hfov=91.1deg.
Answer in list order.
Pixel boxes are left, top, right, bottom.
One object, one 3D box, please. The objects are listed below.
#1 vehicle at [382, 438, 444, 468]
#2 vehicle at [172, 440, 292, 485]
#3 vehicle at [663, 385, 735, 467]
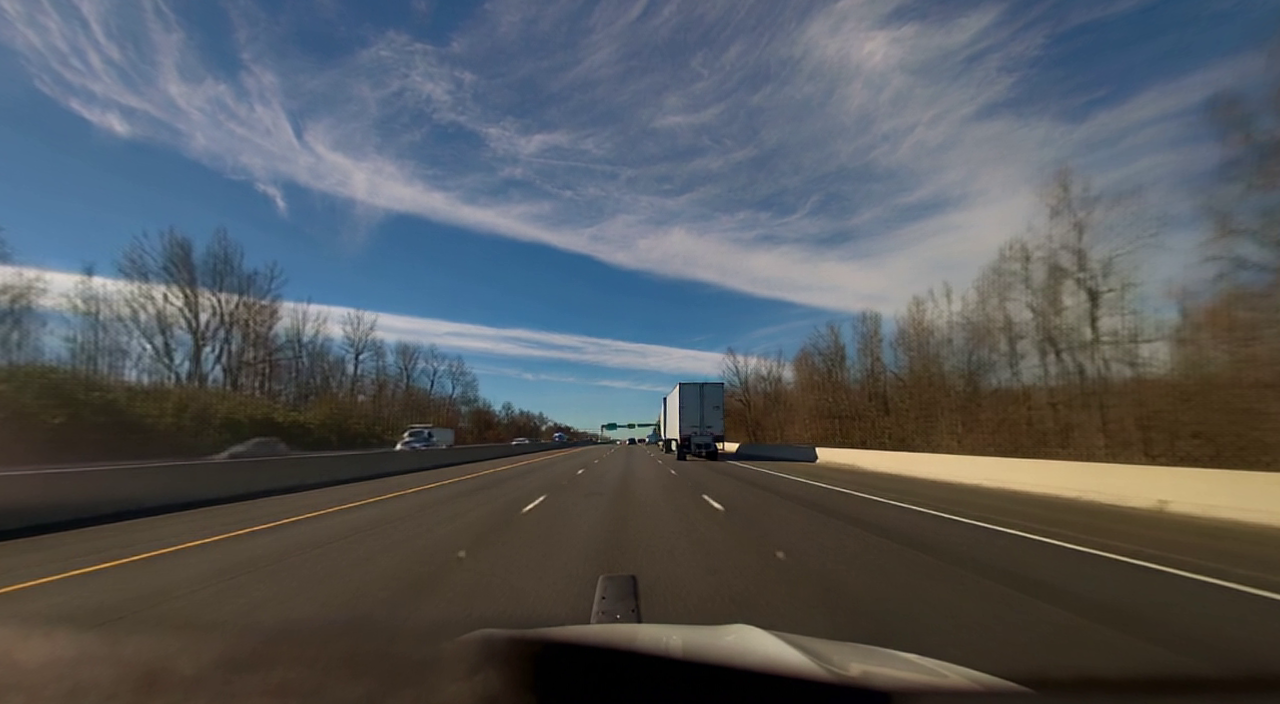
[{"bbox_3d":[-12.054,5.357,33.666,1.864,1.515,4.052,0,-8,-1],"label":"vehicle"},{"bbox_3d":[-15.763,4.231,24.573,1.938,1.579,4.138,0,-8,-1],"label":"vehicle"},{"bbox_3d":[3.314,4.771,40.013,2.979,4.161,15.508,1,-7,0],"label":"vehicle"}]
